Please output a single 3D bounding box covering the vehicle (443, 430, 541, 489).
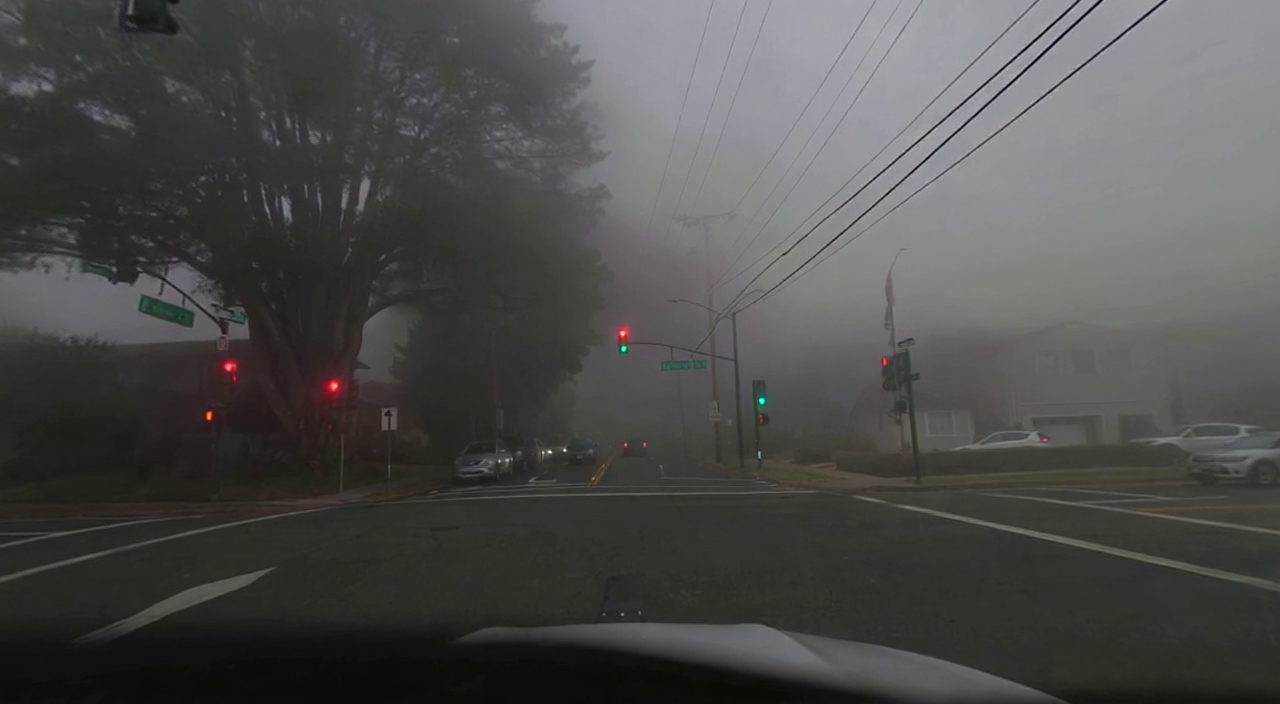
[{"bbox_3d":[-6.495,4.837,28.964,2.896,2.339,7.322,0,-9,-1],"label":"vehicle"}]

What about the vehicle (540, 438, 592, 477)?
[{"bbox_3d":[-3.640,5.278,31.902,2.120,1.783,4.788,0,-9,-1],"label":"vehicle"}]

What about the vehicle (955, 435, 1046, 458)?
[{"bbox_3d":[24.977,6.551,43.843,5.172,1.515,1.851,0,-9,-2],"label":"vehicle"}]

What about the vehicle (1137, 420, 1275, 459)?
[{"bbox_3d":[33.261,5.162,37.243,5.969,2.149,2.331,0,-9,-3],"label":"vehicle"}]

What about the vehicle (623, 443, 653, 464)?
[{"bbox_3d":[-0.227,7.731,48.334,2.056,1.493,4.535,0,-9,-3],"label":"vehicle"}]
